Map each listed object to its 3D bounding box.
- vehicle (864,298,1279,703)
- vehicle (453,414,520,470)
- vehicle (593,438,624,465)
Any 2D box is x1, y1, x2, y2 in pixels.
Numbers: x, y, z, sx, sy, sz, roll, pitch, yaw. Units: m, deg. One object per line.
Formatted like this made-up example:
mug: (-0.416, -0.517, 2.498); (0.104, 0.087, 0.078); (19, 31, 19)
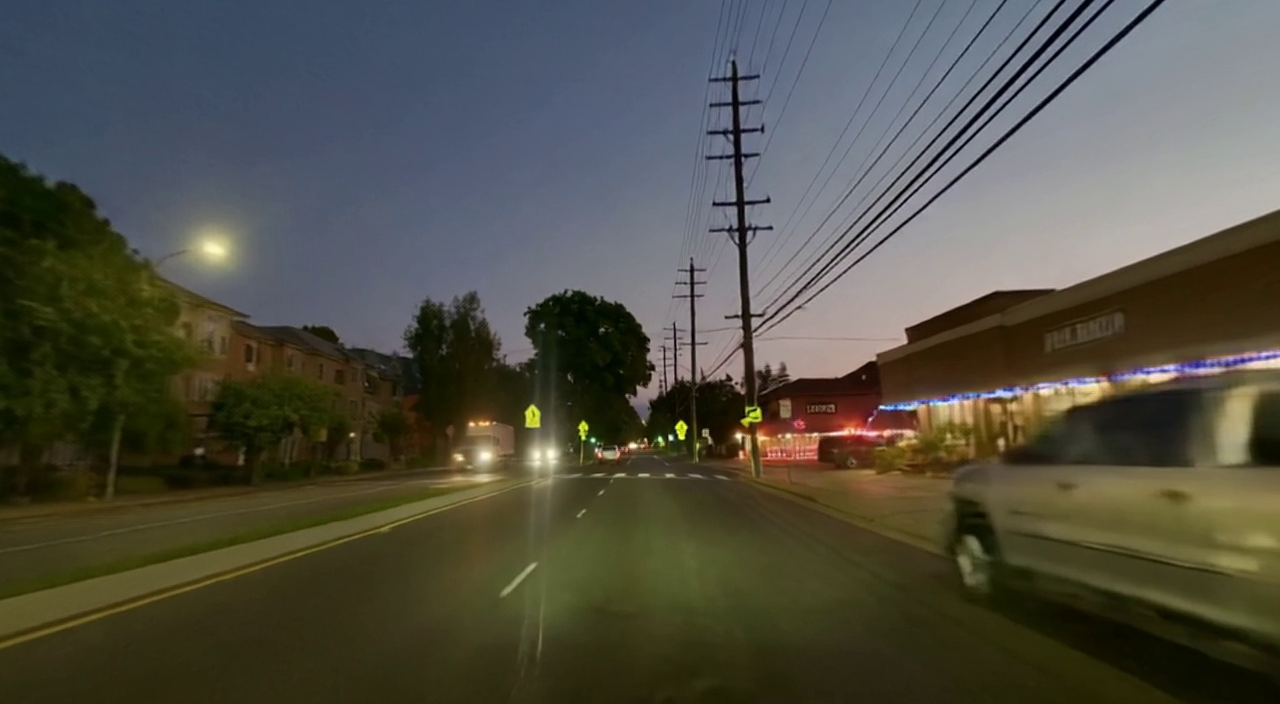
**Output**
vehicle: (3.516, 0.940, 3.567); (2.280, 1.904, 5.779); (0, -9, -1)
vehicle: (-10.750, 6.447, 45.001); (2.836, 3.663, 7.511); (0, -9, 1)
vehicle: (-2.355, 7.685, 48.810); (2.202, 1.961, 4.980); (0, -9, 0)
